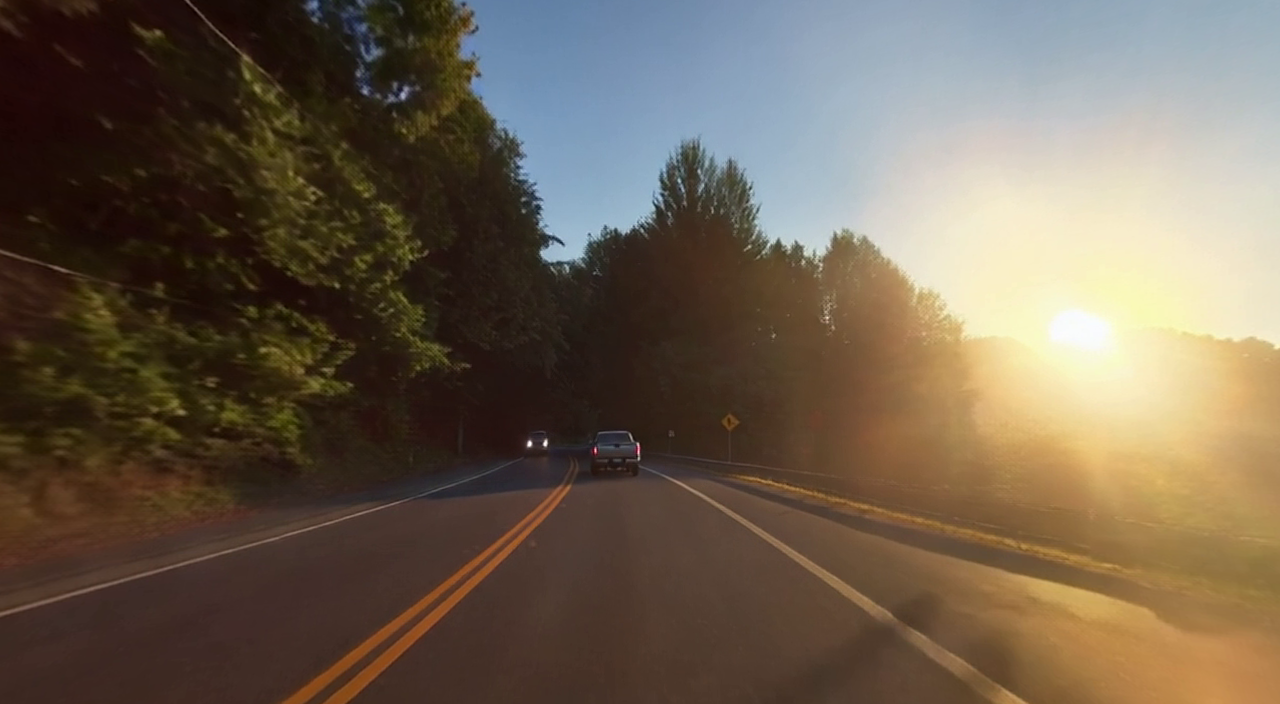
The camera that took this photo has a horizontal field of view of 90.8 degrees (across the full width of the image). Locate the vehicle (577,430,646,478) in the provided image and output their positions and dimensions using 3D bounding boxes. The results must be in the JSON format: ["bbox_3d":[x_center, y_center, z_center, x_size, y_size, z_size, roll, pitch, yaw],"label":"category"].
[{"bbox_3d":[-1.268,4.298,26.858,2.631,1.798,5.331,0,-8,-4],"label":"vehicle"}]
